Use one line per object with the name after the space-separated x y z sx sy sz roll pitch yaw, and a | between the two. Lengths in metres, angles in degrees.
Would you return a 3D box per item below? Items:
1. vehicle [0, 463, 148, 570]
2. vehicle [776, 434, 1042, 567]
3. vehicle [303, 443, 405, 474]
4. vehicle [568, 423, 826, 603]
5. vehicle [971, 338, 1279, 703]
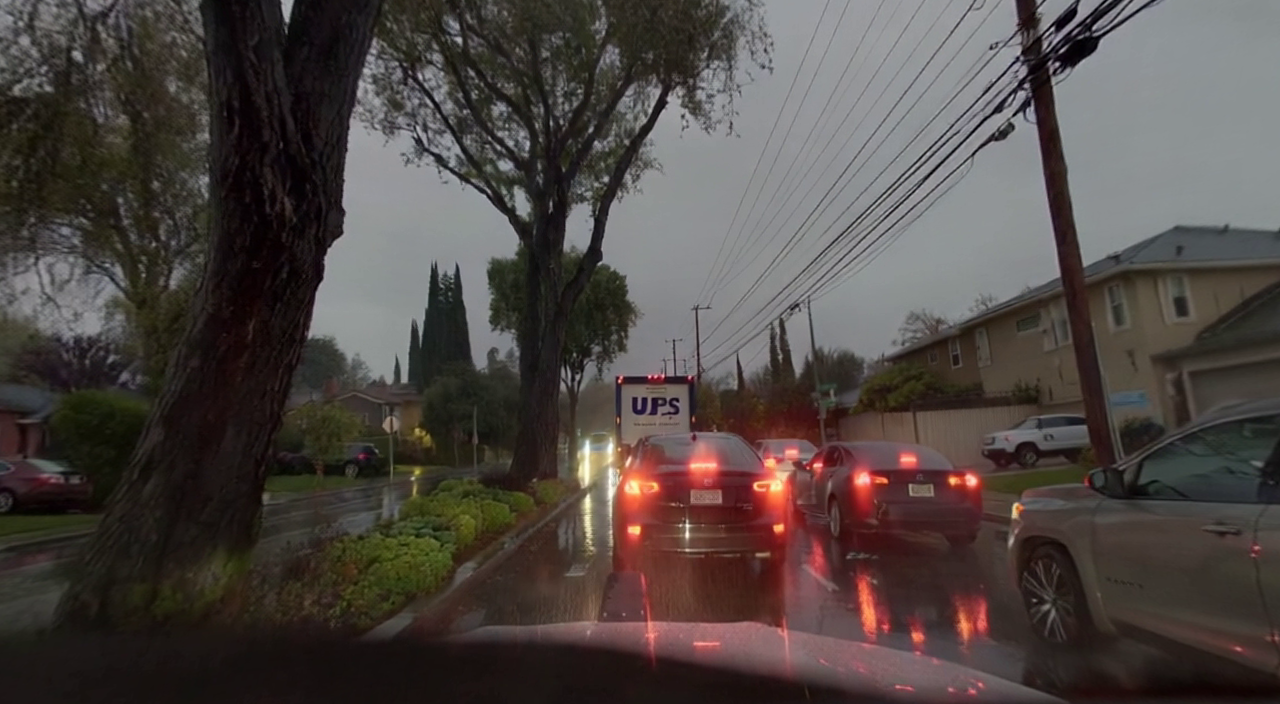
-10.349 2.495 9.496 1.925 1.482 4.753 0 -8 0 | vehicle
3.518 2.012 9.361 1.993 1.479 4.487 0 -8 0 | vehicle
-17.397 6.472 38.312 5.274 1.793 1.921 0 -8 3 | vehicle
0.475 1.678 7.519 2.158 1.499 4.377 0 -8 0 | vehicle
3.308 0.771 1.911 2.069 1.722 4.888 0 -8 2 | vehicle
